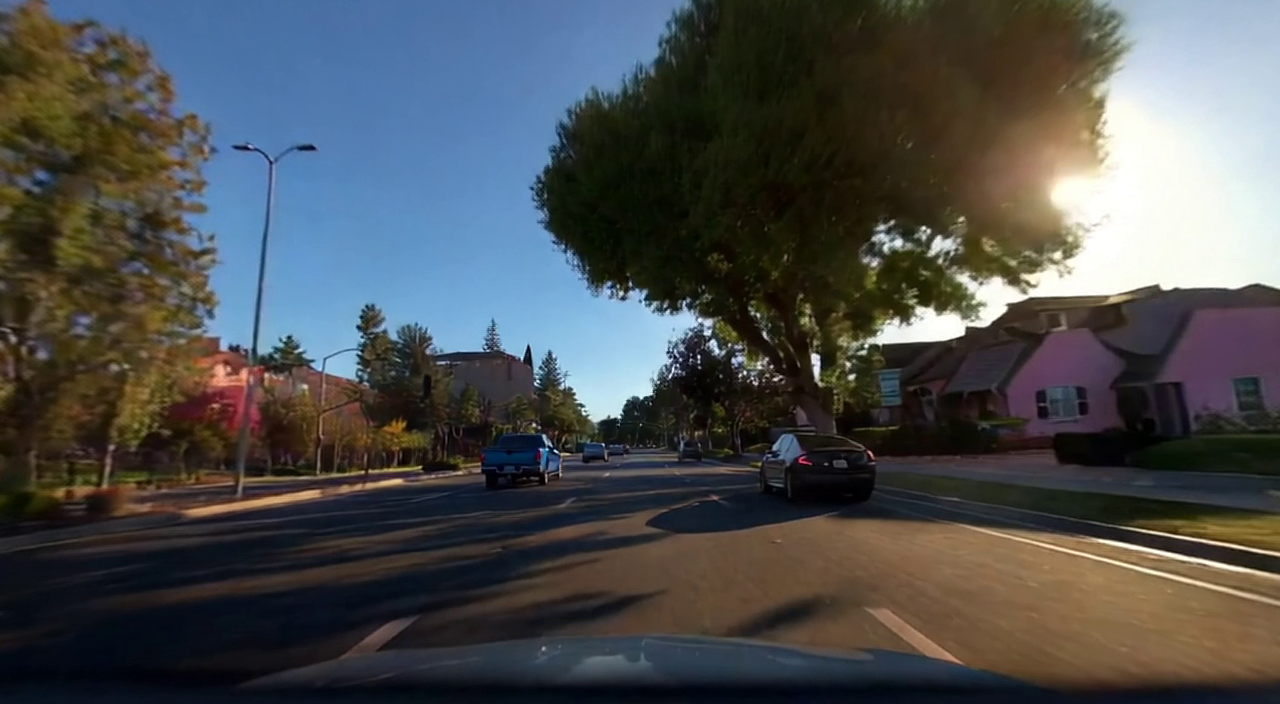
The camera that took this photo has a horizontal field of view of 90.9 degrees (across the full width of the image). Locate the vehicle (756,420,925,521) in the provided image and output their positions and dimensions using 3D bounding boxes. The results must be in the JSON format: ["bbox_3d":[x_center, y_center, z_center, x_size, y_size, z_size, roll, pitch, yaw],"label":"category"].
[{"bbox_3d":[3.890,2.386,13.177,2.016,1.736,4.356,0,-8,-1],"label":"vehicle"}]

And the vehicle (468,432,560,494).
[{"bbox_3d":[-3.920,3.532,20.494,2.002,1.747,4.728,0,-8,0],"label":"vehicle"}]

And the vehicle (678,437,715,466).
[{"bbox_3d":[4.140,7.361,46.817,2.321,1.957,5.037,0,-8,1],"label":"vehicle"}]
